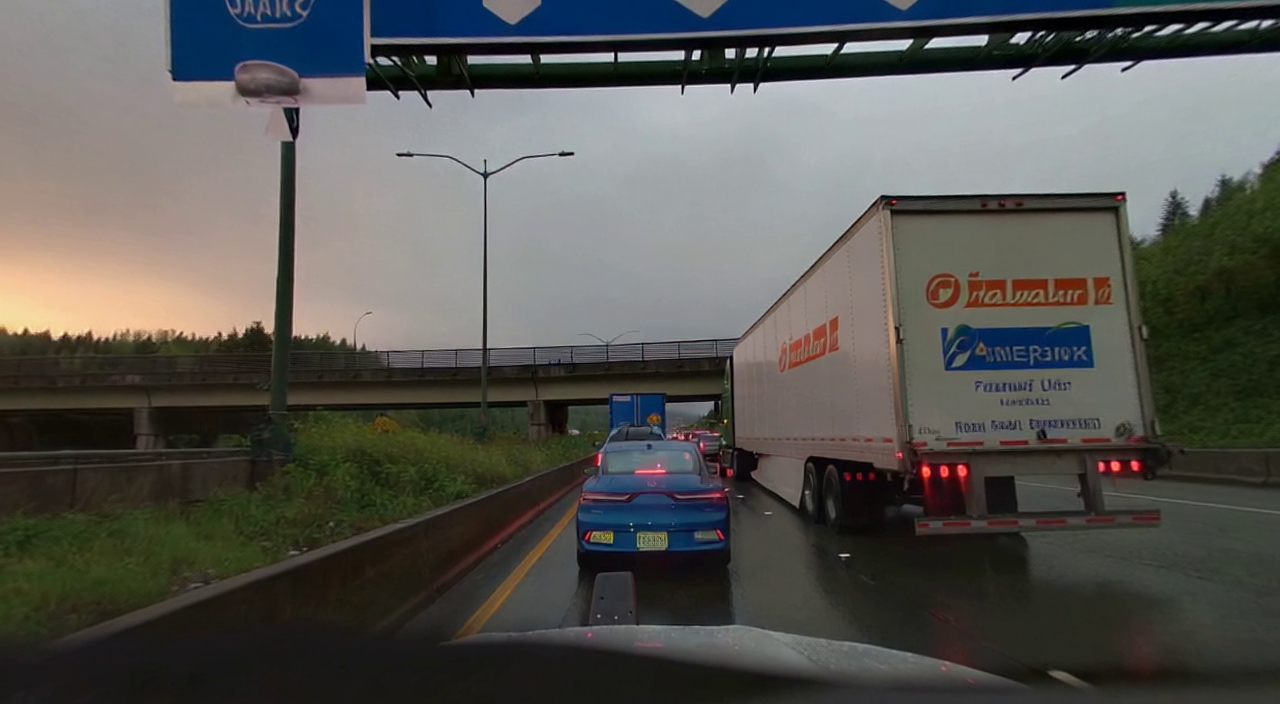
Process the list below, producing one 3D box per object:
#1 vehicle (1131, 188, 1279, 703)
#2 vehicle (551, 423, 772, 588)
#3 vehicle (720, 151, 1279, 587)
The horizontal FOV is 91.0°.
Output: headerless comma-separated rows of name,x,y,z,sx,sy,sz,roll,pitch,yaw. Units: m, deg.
vehicle,4.733,0.129,0.637,2.892,2.615,6.650,0,-8,-2
vehicle,0.185,1.687,7.716,2.045,1.490,3.597,-1,-8,0
vehicle,4.195,1.055,12.962,2.827,4.081,14.305,0,-8,-1
